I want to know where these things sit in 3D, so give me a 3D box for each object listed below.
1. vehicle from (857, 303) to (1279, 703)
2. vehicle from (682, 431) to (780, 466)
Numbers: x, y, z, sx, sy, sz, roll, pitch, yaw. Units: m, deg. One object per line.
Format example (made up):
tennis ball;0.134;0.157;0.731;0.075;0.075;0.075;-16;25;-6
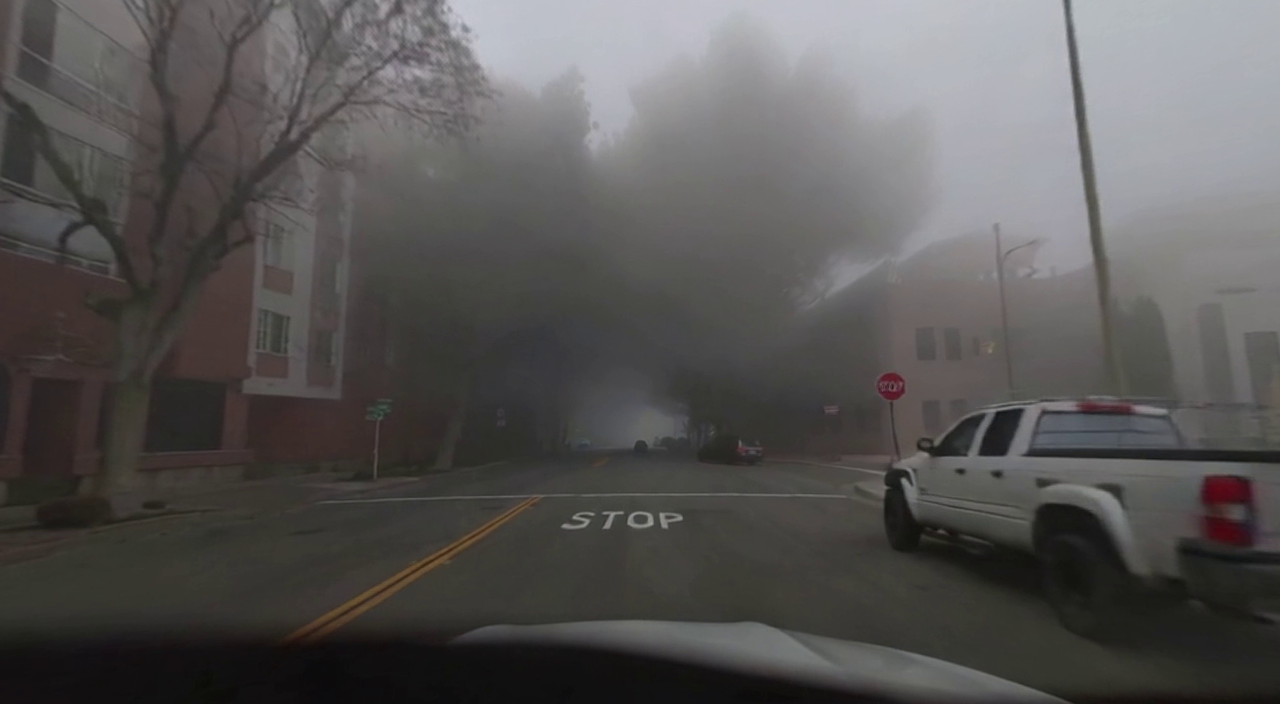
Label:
vehicle;4.124;1.172;5.685;2.226;1.986;5.786;0;-8;0
vehicle;4.883;5.222;34.104;4.791;1.733;2.139;-6;-10;35
